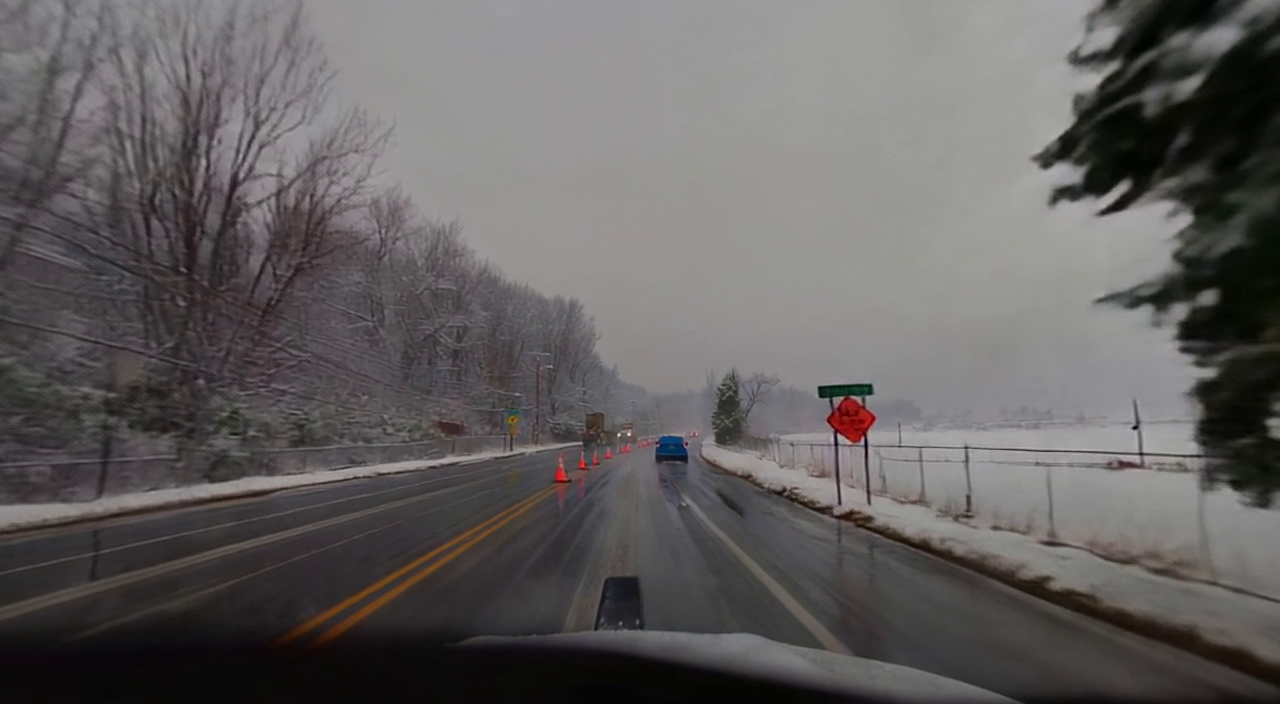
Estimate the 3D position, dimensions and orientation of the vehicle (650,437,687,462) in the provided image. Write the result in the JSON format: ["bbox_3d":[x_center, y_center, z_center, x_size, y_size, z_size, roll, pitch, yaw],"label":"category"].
[{"bbox_3d":[1.818,6.134,39.908,2.172,1.486,3.581,0,-9,3],"label":"vehicle"}]
